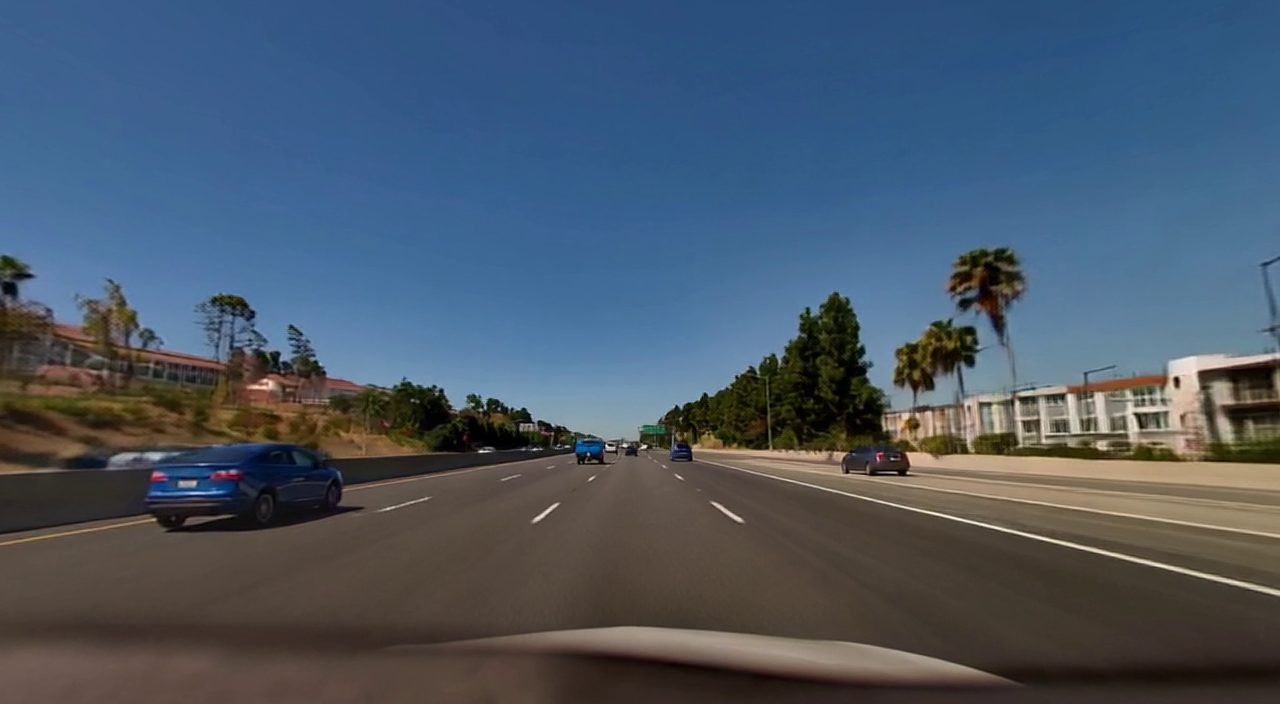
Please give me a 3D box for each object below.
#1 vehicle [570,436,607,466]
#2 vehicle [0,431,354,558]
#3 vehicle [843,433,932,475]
[{"bbox_3d":[-3.655,7.152,45.653,2.225,1.967,4.673,0,-9,1],"label":"vehicle"},{"bbox_3d":[-6.727,2.078,10.017,2.018,1.480,4.999,0,-9,0],"label":"vehicle"},{"bbox_3d":[11.461,4.770,29.645,2.168,1.792,4.457,0,-9,-2],"label":"vehicle"}]
